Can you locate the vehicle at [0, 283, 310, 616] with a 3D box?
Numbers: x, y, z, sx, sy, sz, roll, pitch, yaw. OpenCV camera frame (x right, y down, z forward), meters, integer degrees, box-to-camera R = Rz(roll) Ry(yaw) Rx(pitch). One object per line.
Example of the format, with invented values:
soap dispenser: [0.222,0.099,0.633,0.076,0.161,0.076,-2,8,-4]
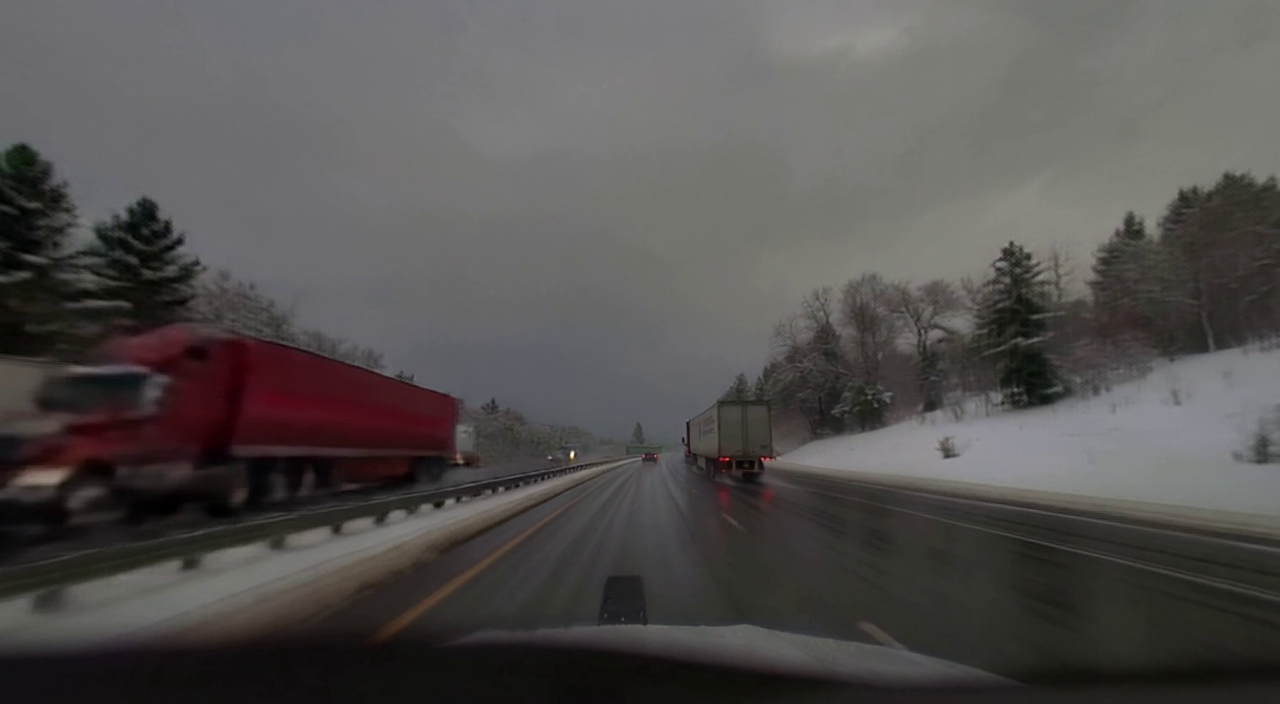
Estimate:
vehicle: [-8.653,1.541,10.418,3.016,3.937,5.836,0,-9,0]

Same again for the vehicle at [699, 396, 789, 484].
vehicle: [4.764,4.496,31.541,2.866,3.558,11.674,0,-9,2]
